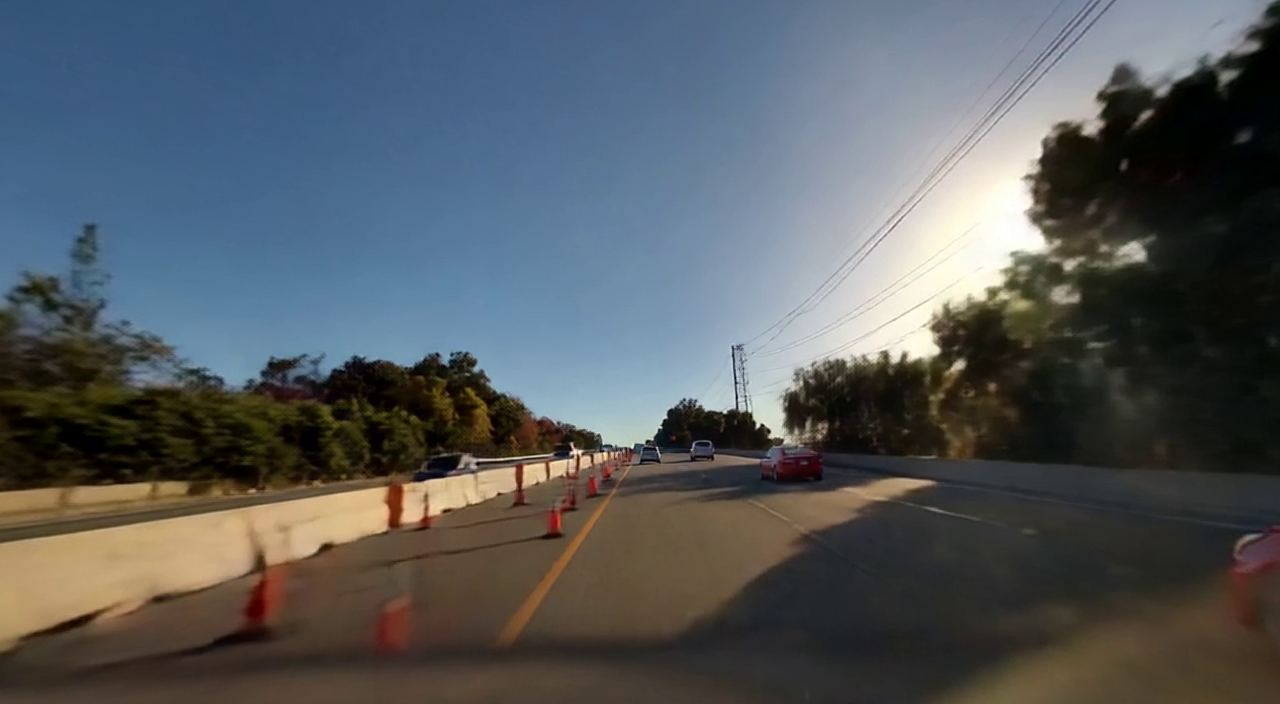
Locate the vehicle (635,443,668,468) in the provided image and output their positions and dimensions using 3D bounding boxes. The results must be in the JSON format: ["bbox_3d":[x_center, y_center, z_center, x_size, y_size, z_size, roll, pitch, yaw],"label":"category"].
[{"bbox_3d":[0.762,6.859,42.093,2.096,1.583,4.150,0,-8,1],"label":"vehicle"}]

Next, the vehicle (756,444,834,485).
[{"bbox_3d":[5.702,4.154,23.680,1.881,1.409,4.016,0,-8,0],"label":"vehicle"}]

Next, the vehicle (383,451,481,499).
[{"bbox_3d":[-7.431,4.398,23.049,1.971,1.515,4.381,0,-8,2],"label":"vehicle"}]
